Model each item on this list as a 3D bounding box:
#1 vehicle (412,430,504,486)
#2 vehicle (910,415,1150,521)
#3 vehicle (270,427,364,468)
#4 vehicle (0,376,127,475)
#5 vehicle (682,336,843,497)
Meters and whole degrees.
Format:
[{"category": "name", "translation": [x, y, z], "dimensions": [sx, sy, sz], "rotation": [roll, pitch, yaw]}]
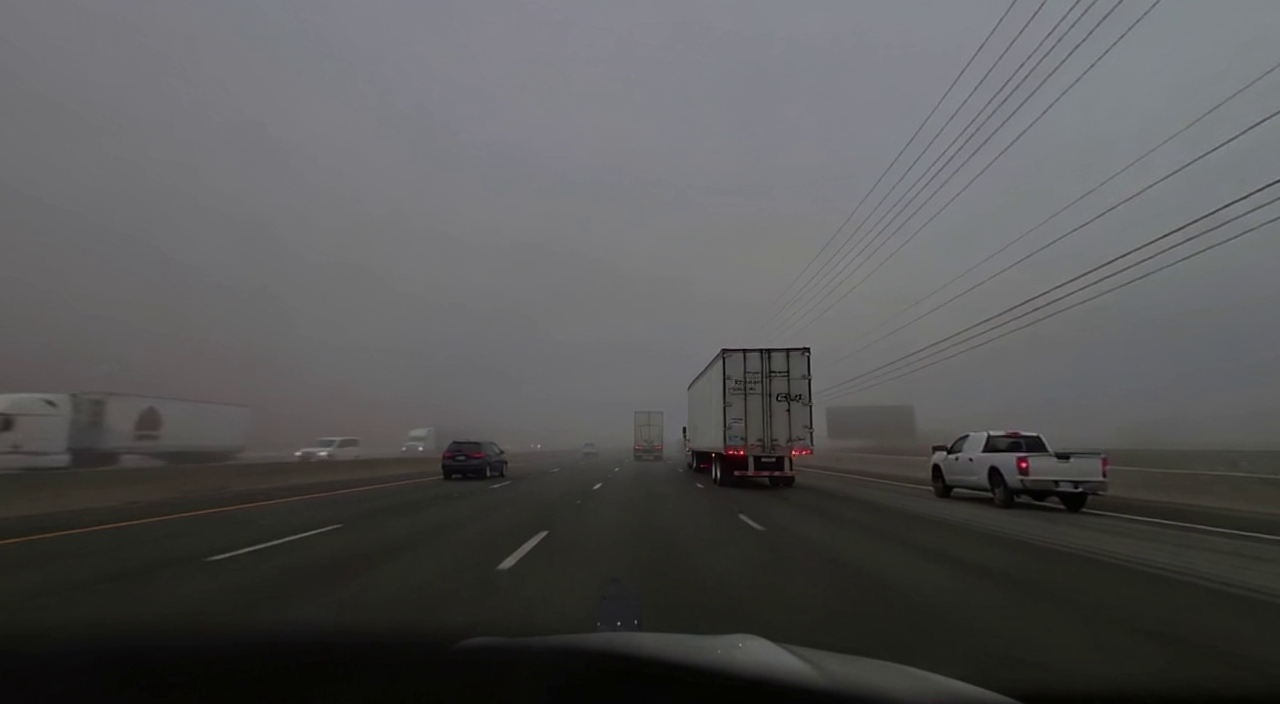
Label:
[{"category": "vehicle", "translation": [-6.611, 3.927, 23.614], "dimensions": [2.004, 1.846, 4.739], "rotation": [0, -9, 0]}, {"category": "vehicle", "translation": [7.839, 2.376, 13.440], "dimensions": [2.115, 1.844, 4.522], "rotation": [0, -9, -1]}, {"category": "vehicle", "translation": [-16.665, 4.981, 32.969], "dimensions": [2.315, 1.940, 4.685], "rotation": [0, -9, 1]}, {"category": "vehicle", "translation": [-27.553, 3.230, 27.401], "dimensions": [2.998, 3.998, 8.850], "rotation": [0, -9, 1]}, {"category": "vehicle", "translation": [3.669, 2.867, 24.606], "dimensions": [2.892, 4.152, 16.575], "rotation": [0, -9, 0]}]
